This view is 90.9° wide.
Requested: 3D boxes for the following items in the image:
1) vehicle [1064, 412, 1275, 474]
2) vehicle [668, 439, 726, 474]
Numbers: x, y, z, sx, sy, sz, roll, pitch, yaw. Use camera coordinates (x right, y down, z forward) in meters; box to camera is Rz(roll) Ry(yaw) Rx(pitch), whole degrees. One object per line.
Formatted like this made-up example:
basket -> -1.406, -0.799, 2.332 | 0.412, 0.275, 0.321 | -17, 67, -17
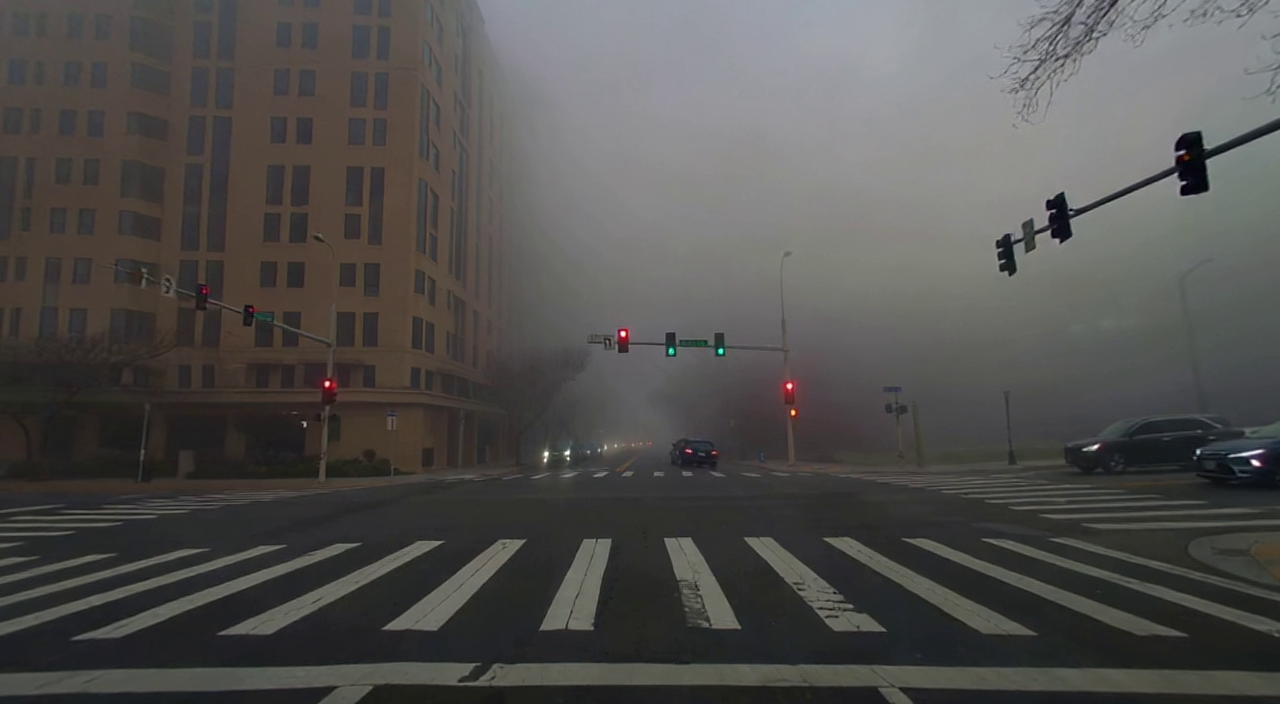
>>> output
vehicle -> 16.933, 2.944, 20.397 | 4.802, 1.860, 2.146 | 0, -8, 1
vehicle -> 2.553, 4.804, 29.314 | 2.039, 1.470, 4.355 | 0, -8, -3
